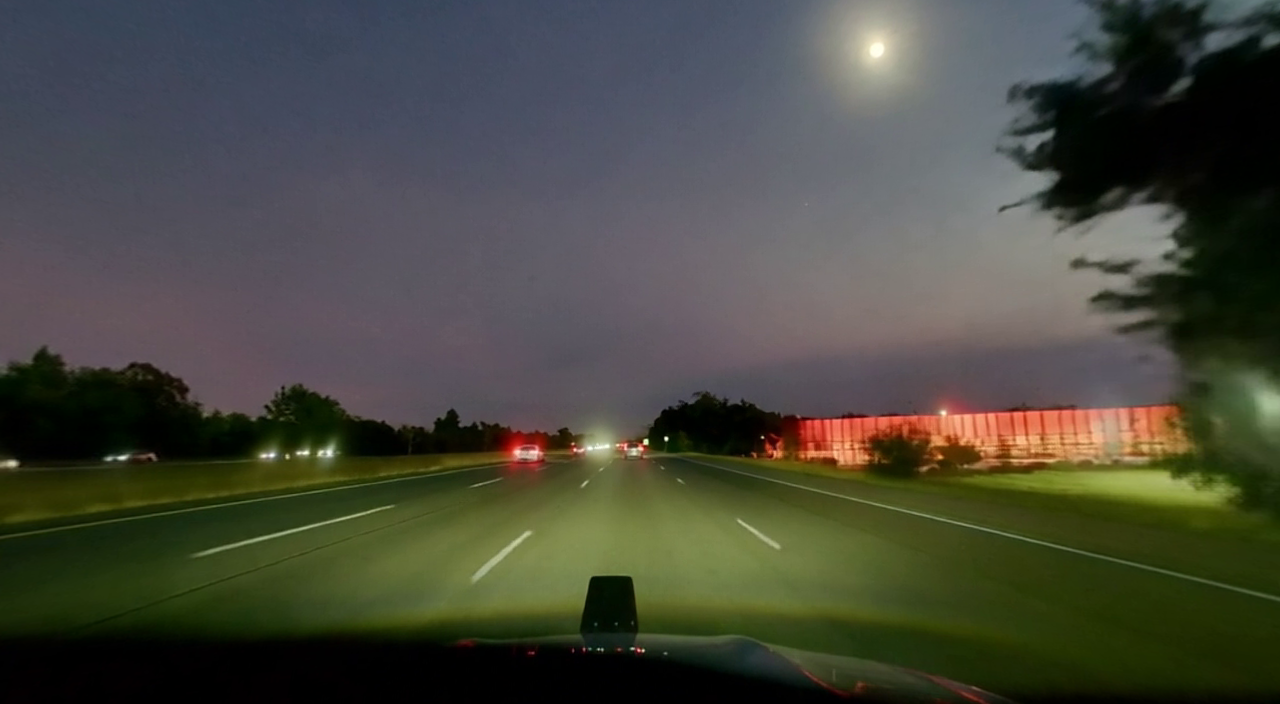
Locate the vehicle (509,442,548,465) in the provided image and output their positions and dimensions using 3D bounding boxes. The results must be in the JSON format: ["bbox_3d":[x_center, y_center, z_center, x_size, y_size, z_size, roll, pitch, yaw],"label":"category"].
[{"bbox_3d":[-7.922,7.237,45.106,1.991,1.572,4.314,0,-9,0],"label":"vehicle"}]
